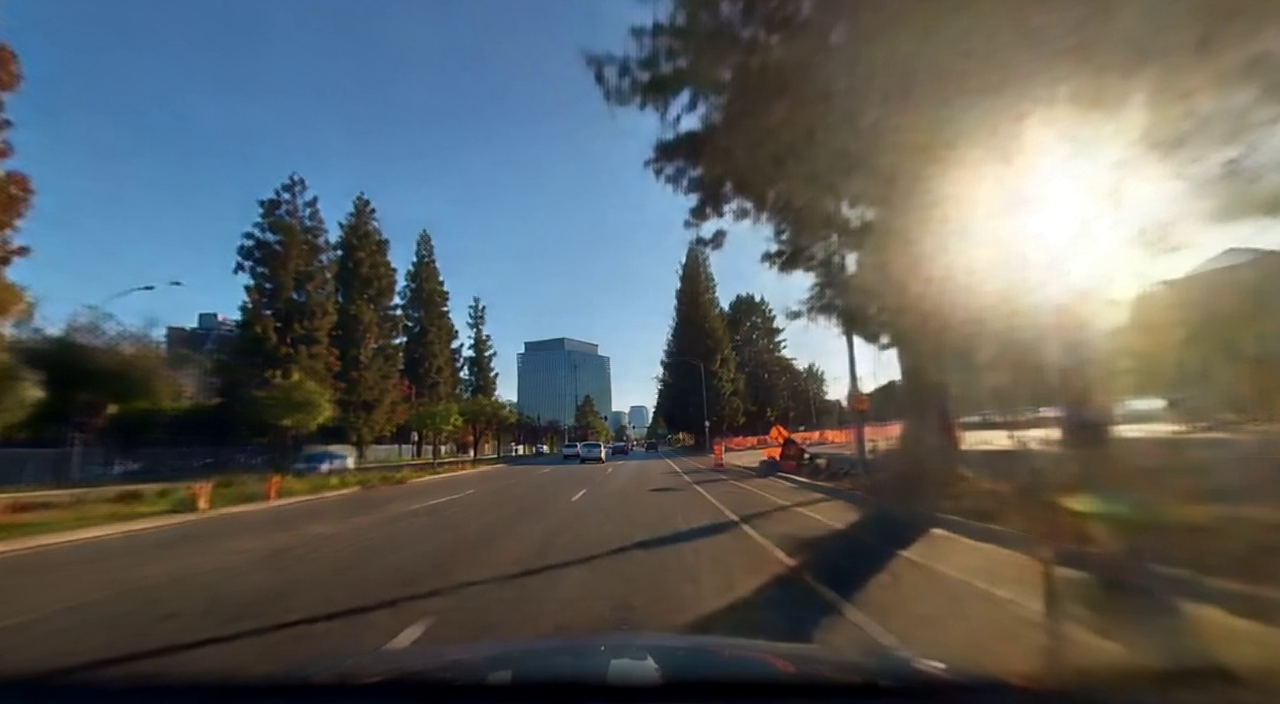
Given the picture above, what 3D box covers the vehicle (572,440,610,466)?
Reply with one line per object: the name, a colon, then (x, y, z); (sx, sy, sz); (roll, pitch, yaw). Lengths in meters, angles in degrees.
vehicle: (-3.170, 6.647, 41.776); (2.121, 1.654, 3.993); (0, -8, 1)
